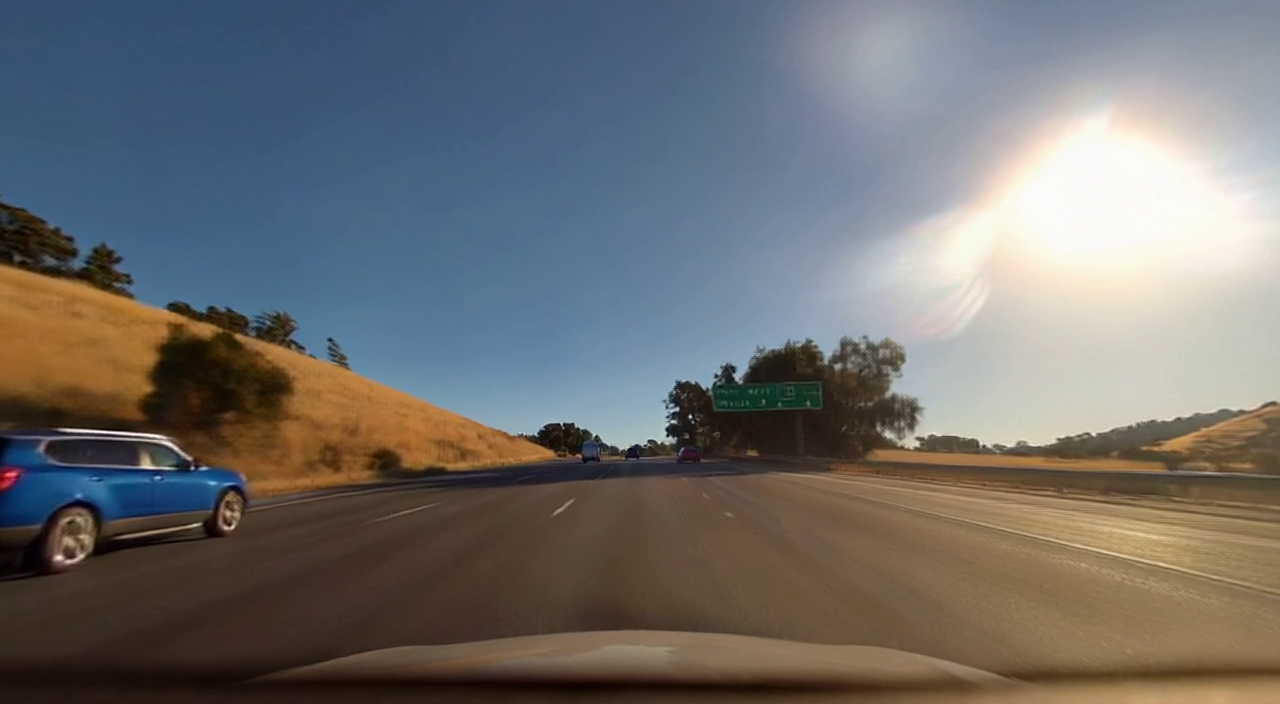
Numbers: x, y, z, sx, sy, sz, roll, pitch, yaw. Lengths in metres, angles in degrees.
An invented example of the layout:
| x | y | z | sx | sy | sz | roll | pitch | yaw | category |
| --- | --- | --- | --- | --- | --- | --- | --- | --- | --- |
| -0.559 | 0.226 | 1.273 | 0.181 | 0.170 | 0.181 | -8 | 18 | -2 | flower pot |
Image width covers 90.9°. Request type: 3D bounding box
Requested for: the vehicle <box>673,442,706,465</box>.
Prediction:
| x | y | z | sx | sy | sz | roll | pitch | yaw | category |
| --- | --- | --- | --- | --- | --- | --- | --- | --- | --- |
| 3.771 | 7.829 | 48.799 | 1.995 | 1.712 | 4.206 | 0 | -8 | -3 | vehicle |

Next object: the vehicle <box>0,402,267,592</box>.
| x | y | z | sx | sy | sz | roll | pitch | yaw | category |
| --- | --- | --- | --- | --- | --- | --- | --- | --- | --- |
| -7.139 | 1.602 | 7.543 | 2.285 | 1.759 | 4.968 | 0 | -8 | 0 | vehicle |
